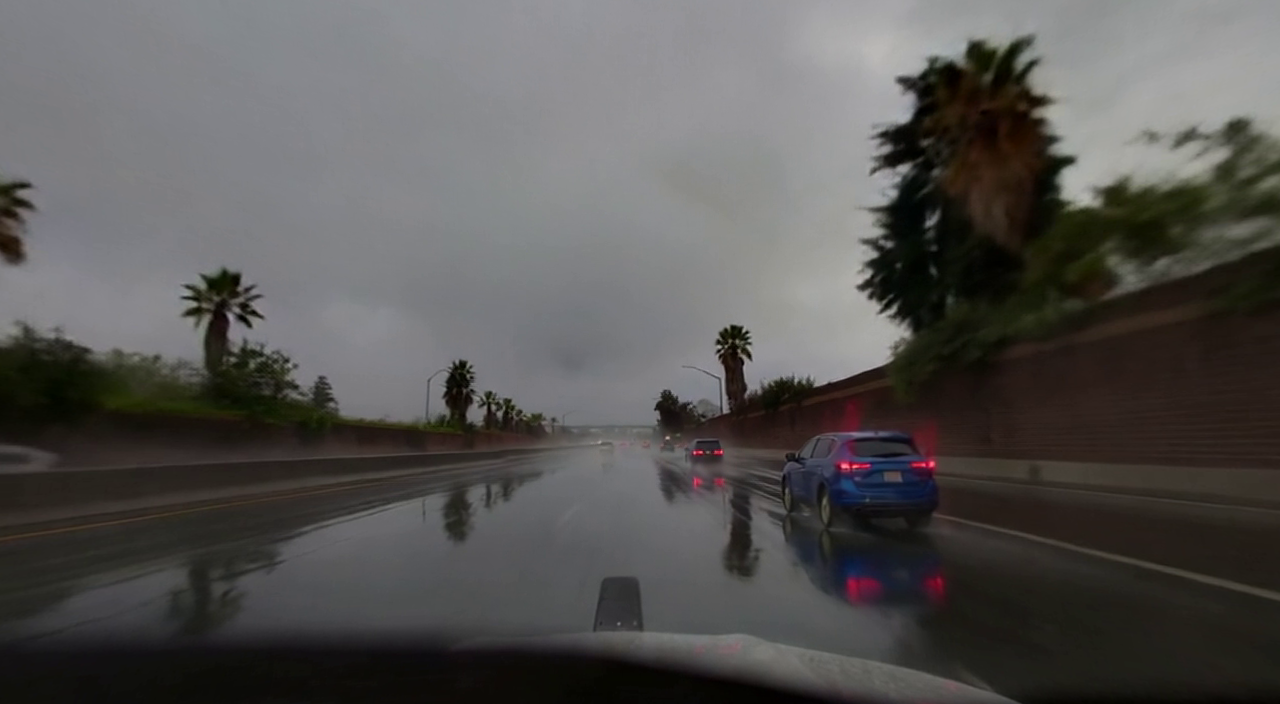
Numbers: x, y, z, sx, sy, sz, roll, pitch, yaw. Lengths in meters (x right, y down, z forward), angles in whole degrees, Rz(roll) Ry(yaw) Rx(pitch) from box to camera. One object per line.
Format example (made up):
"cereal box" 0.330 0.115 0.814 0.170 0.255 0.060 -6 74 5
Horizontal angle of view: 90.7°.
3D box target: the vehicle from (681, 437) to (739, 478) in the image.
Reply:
"vehicle" 3.050 4.695 28.487 2.045 1.688 4.313 0 -8 -1

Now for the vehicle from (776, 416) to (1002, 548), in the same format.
"vehicle" 3.698 1.998 10.383 1.910 1.696 4.187 0 -8 -1
